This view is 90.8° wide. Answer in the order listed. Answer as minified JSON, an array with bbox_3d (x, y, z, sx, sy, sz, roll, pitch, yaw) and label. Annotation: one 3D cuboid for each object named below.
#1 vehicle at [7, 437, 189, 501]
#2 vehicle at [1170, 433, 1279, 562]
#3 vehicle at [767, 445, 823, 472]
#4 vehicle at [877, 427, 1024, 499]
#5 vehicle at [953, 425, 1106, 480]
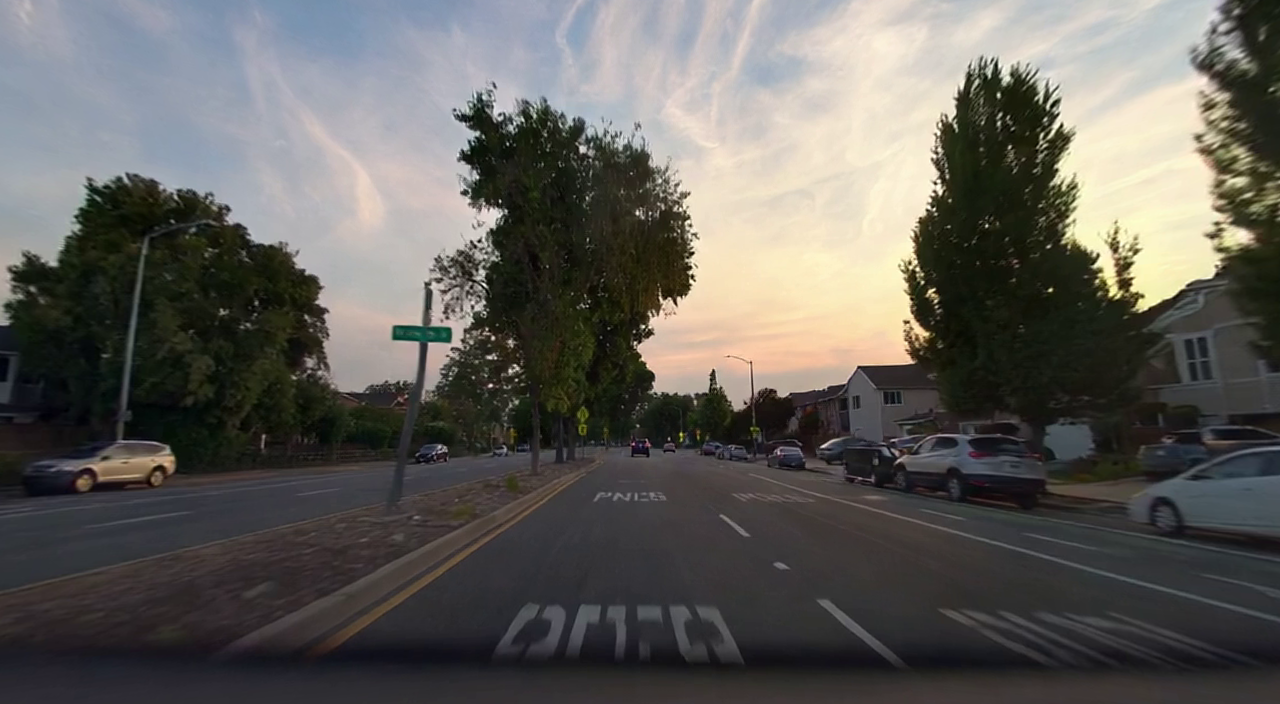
[{"bbox_3d":[-17.320,3.703,20.569,1.959,1.690,4.446,-3,-7,1],"label":"vehicle"},{"bbox_3d":[9.595,1.770,7.283,2.161,1.687,5.331,0,-8,-3],"label":"vehicle"},{"bbox_3d":[9.381,6.458,38.684,2.009,1.493,4.983,0,-8,-1],"label":"vehicle"},{"bbox_3d":[9.435,3.415,19.816,2.083,1.946,4.928,0,-8,0],"label":"vehicle"},{"bbox_3d":[16.811,4.352,27.491,4.972,1.793,2.293,-5,-8,0],"label":"vehicle"}]
